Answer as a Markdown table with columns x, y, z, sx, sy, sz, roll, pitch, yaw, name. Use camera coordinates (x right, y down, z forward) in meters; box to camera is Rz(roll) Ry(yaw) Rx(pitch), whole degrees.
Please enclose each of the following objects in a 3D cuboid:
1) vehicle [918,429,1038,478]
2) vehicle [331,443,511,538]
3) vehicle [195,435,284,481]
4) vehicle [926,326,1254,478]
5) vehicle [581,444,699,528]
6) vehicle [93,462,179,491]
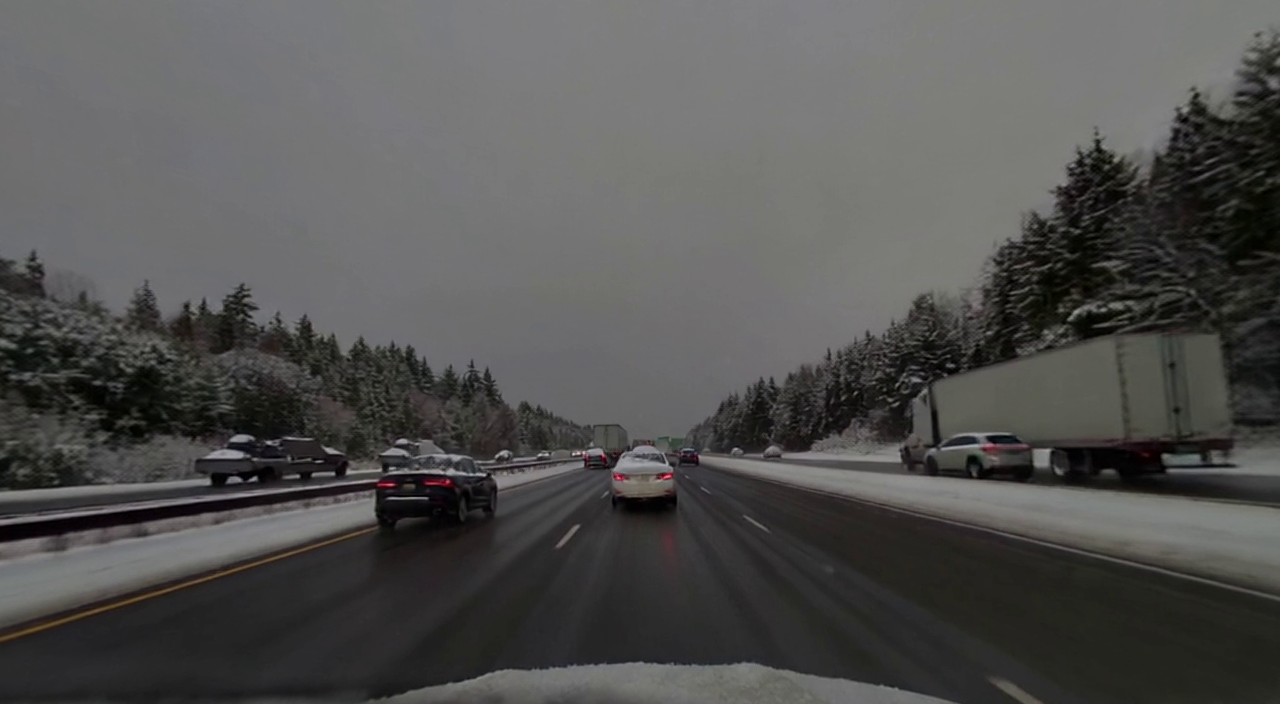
| x | y | z | sx | sy | sz | roll | pitch | yaw | name |
| --- | --- | --- | --- | --- | --- | --- | --- | --- | --- |
| 11.330 | 3.446 | 21.488 | 1.892 | 1.504 | 4.000 | 0 | -9 | 0 | vehicle |
| -4.000 | 2.593 | 12.434 | 1.929 | 1.509 | 4.331 | 0 | -9 | 1 | vehicle |
| -31.555 | 8.393 | 49.949 | 2.761 | 3.380 | 5.944 | -1 | -9 | 4 | vehicle |
| 14.963 | 2.305 | 23.369 | 2.825 | 4.085 | 12.815 | 0 | -9 | 1 | vehicle |
| 0.011 | 2.656 | 13.009 | 2.057 | 1.449 | 3.931 | 0 | -9 | 0 | vehicle |
| -27.150 | 6.697 | 34.079 | 1.691 | 1.381 | 3.503 | 0 | -9 | 1 | vehicle |
